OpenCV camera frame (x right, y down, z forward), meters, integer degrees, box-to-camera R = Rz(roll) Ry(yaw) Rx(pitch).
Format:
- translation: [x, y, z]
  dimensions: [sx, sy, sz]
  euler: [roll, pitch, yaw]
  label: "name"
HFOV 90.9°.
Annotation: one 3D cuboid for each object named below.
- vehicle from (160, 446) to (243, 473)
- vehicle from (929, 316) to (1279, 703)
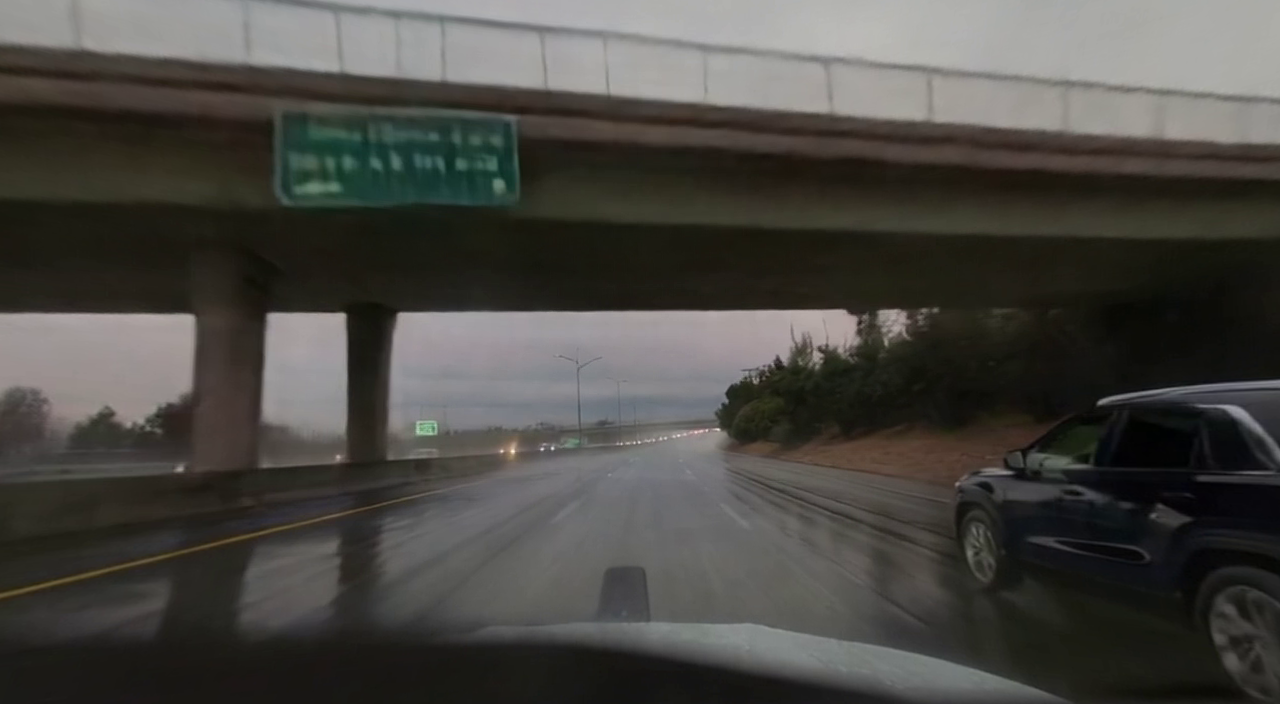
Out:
- translation: [-29.421, 7.191, 42.491]
  dimensions: [1.935, 1.691, 4.440]
  euler: [-2, -9, 9]
  label: "vehicle"
- translation: [3.593, 0.850, 3.335]
  dimensions: [2.019, 1.732, 4.579]
  euler: [0, -8, 1]
  label: "vehicle"
